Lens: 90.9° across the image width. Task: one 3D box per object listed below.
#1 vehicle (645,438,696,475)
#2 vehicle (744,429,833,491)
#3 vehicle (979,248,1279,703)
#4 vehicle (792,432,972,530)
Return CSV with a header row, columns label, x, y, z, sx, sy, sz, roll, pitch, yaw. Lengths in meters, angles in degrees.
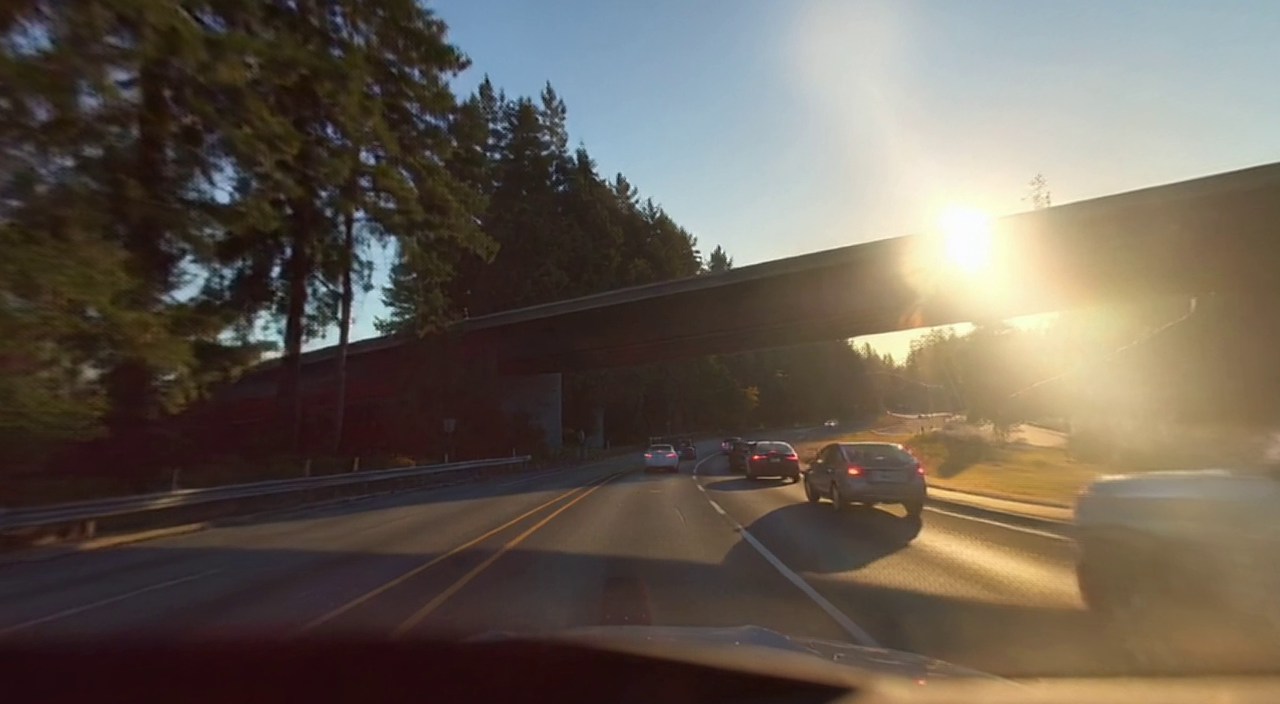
label,x,y,z,sx,sy,sz,roll,pitch,yaw
vehicle,1.413,4.559,27.743,2.078,1.506,4.058,-1,-8,5
vehicle,4.589,3.407,20.185,1.947,1.745,4.452,0,-8,2
vehicle,3.316,0.530,1.501,2.273,1.944,4.866,0,-8,0
vehicle,4.280,2.316,11.879,1.911,1.525,3.755,0,-8,1
